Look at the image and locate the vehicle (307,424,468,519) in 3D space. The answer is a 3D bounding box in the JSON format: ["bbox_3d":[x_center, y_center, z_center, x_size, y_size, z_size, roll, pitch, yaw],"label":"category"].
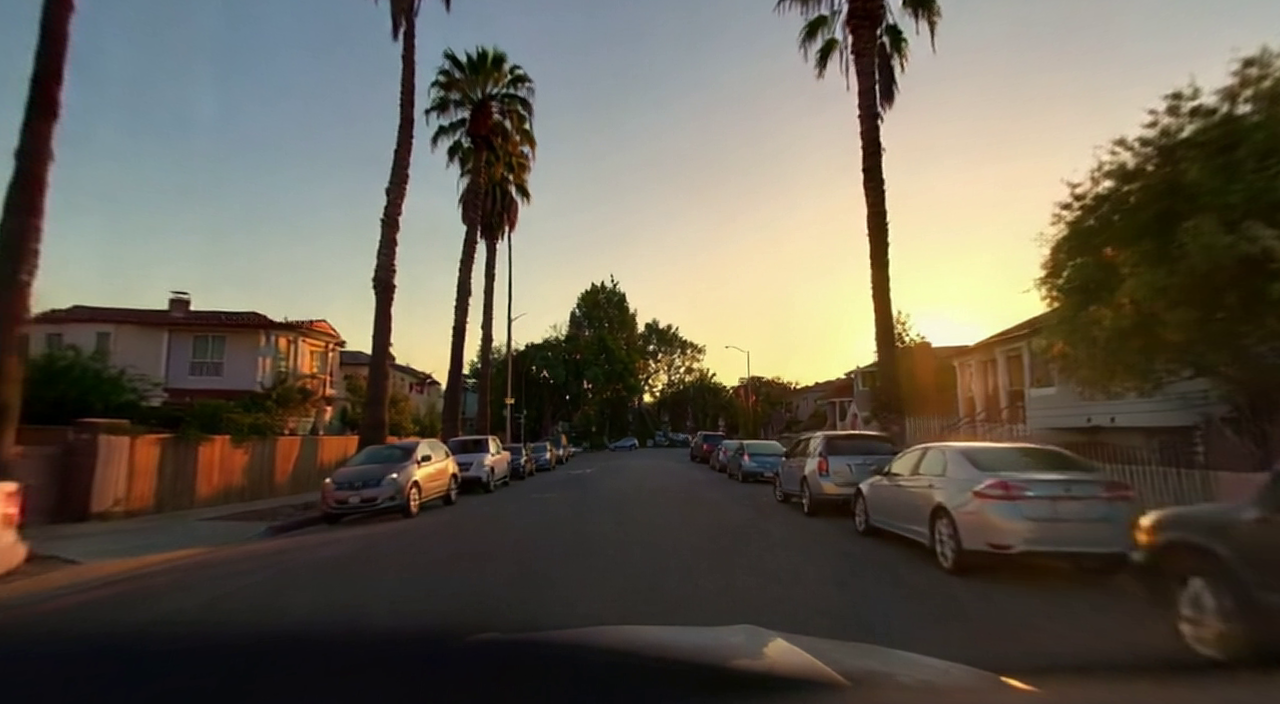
[{"bbox_3d":[-5.505,2.639,14.508,1.947,1.803,4.381,0,-8,-1],"label":"vehicle"}]

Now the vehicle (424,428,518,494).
[{"bbox_3d":[-5.321,3.485,20.658,1.963,1.859,4.884,0,-8,-3],"label":"vehicle"}]

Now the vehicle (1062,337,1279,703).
[{"bbox_3d":[4.107,0.761,2.254,1.964,1.889,4.708,0,-8,1],"label":"vehicle"}]

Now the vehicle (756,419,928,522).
[{"bbox_3d":[4.018,2.442,13.598,2.116,1.817,4.652,0,-8,-1],"label":"vehicle"}]

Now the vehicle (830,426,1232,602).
[{"bbox_3d":[4.153,1.766,7.999,1.870,1.506,4.897,0,-8,-1],"label":"vehicle"}]
